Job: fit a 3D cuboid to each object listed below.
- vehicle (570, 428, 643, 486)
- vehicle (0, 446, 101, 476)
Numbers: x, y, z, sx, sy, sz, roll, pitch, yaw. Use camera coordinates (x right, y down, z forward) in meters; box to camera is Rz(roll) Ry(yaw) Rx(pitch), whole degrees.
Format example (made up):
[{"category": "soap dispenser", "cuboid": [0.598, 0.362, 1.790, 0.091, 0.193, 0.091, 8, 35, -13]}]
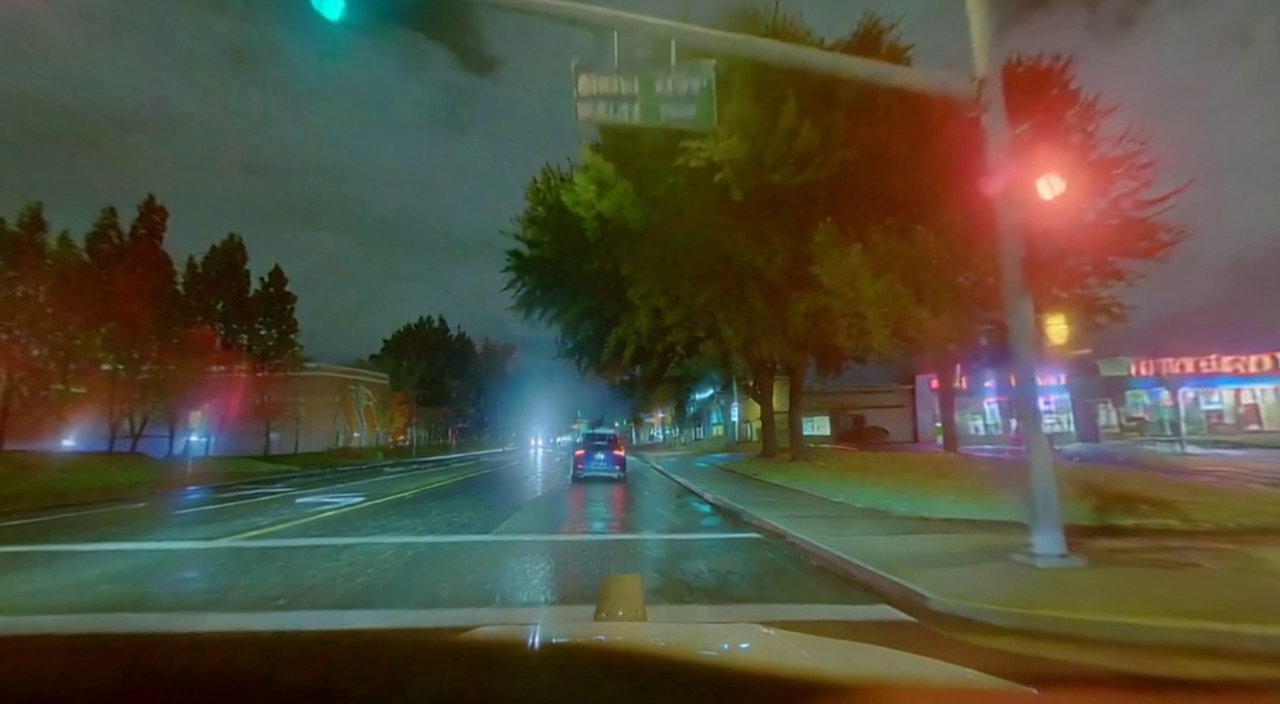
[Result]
[{"category": "vehicle", "cuboid": [-1.106, 3.488, 21.298, 2.227, 1.733, 3.930, 0, -8, -3]}, {"category": "vehicle", "cuboid": [-34.581, 6.330, 36.782, 4.369, 1.669, 2.018, 0, -8, -4]}]
